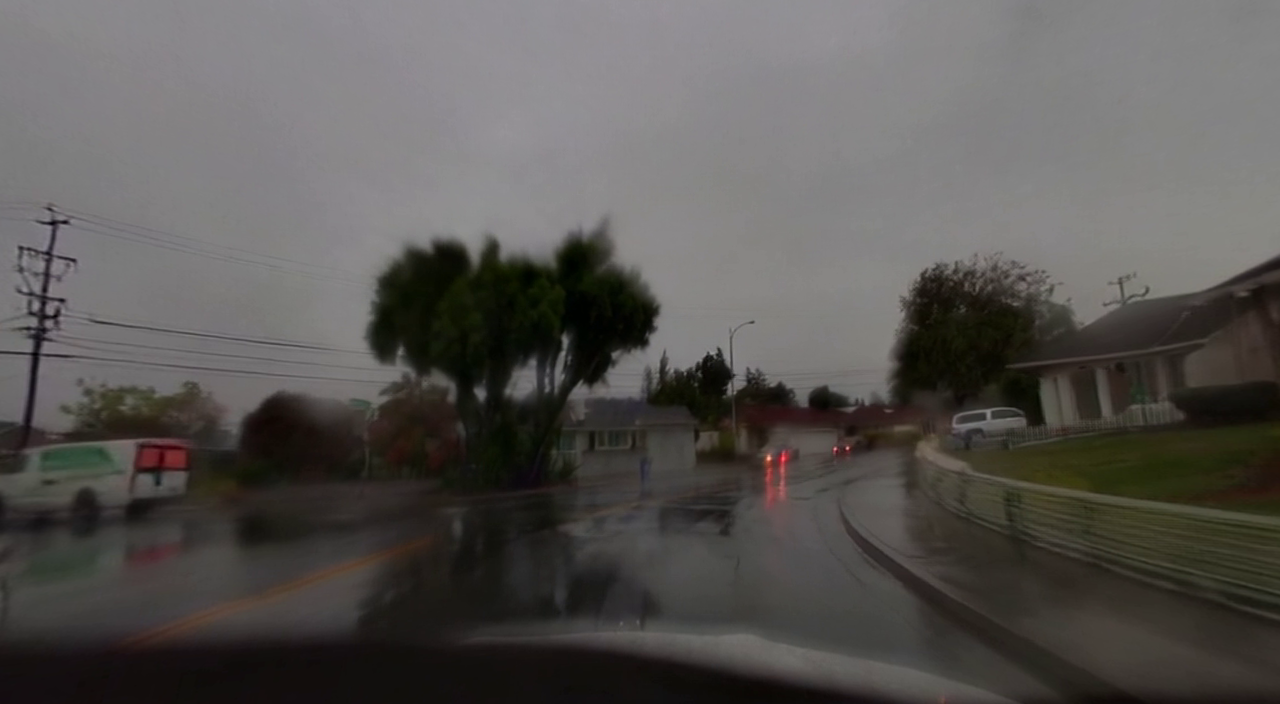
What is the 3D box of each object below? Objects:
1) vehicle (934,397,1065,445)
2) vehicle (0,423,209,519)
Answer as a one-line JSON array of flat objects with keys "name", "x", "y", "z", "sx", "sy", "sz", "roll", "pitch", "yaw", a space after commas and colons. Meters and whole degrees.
[{"name": "vehicle", "x": 17.403, "y": 3.462, "z": 30.770, "sx": 2.056, "sy": 2.014, "sz": 5.011, "roll": 8, "pitch": -13, "yaw": -43}, {"name": "vehicle", "x": -20.049, "y": 4.242, "z": 22.987, "sx": 7.559, "sy": 3.058, "sz": 2.929, "roll": -3, "pitch": -9, "yaw": 18}]
